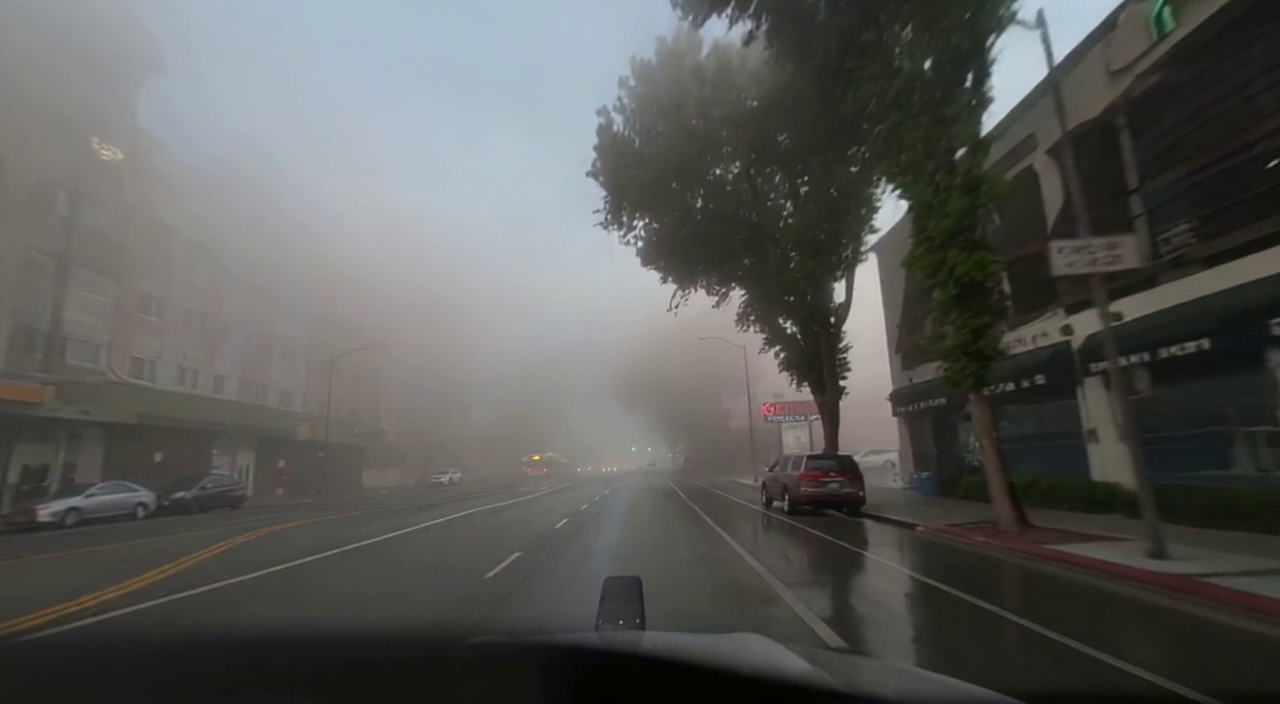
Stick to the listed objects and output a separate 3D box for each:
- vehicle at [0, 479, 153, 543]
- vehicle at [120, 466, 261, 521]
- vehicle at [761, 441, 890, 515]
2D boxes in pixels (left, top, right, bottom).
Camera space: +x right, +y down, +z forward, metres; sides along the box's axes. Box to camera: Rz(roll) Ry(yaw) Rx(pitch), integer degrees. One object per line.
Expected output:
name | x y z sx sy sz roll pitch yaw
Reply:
vehicle | -17.331 4.672 18.965 1.767 1.487 4.265 0 -9 3
vehicle | -17.478 5.473 24.852 1.920 1.796 4.710 0 -9 2
vehicle | 5.158 3.590 18.471 2.241 1.832 5.234 0 -9 1
